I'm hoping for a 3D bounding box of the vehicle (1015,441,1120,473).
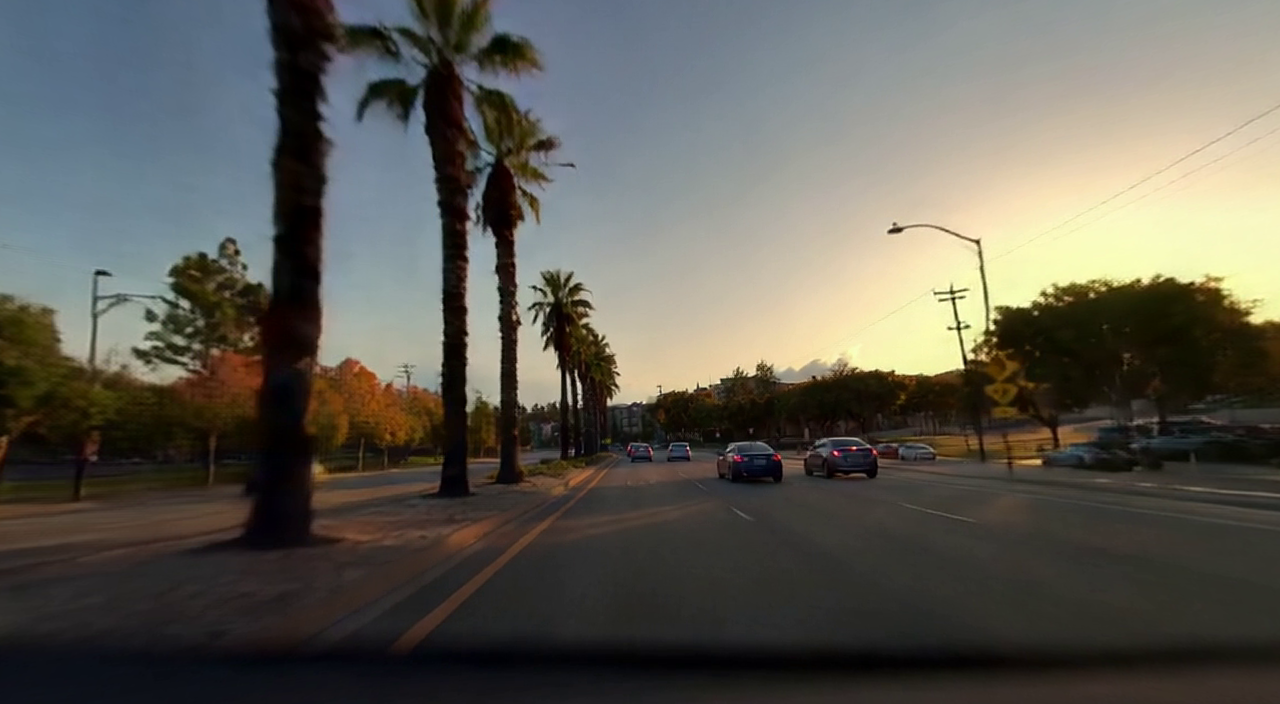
[{"bbox_3d":[21.193,5.218,31.619,1.943,1.467,4.706,0,-8,0],"label":"vehicle"}]

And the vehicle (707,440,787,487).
[{"bbox_3d":[3.570,3.809,21.960,1.875,1.452,4.453,0,-8,-2],"label":"vehicle"}]

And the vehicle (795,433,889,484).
[{"bbox_3d":[7.135,3.795,22.830,1.916,1.646,4.258,0,-8,-1],"label":"vehicle"}]

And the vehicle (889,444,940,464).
[{"bbox_3d":[21.064,7.808,48.705,1.852,1.448,4.601,0,-8,-1],"label":"vehicle"}]

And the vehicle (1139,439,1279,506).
[{"bbox_3d":[15.077,2.869,15.298,2.001,1.463,4.781,0,-8,-1],"label":"vehicle"}]

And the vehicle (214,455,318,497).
[{"bbox_3d":[-16.953,5.602,28.920,1.972,1.687,4.480,0,-8,0],"label":"vehicle"}]

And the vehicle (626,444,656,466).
[{"bbox_3d":[0.056,7.235,44.471,2.031,1.444,4.361,0,-8,-1],"label":"vehicle"}]
